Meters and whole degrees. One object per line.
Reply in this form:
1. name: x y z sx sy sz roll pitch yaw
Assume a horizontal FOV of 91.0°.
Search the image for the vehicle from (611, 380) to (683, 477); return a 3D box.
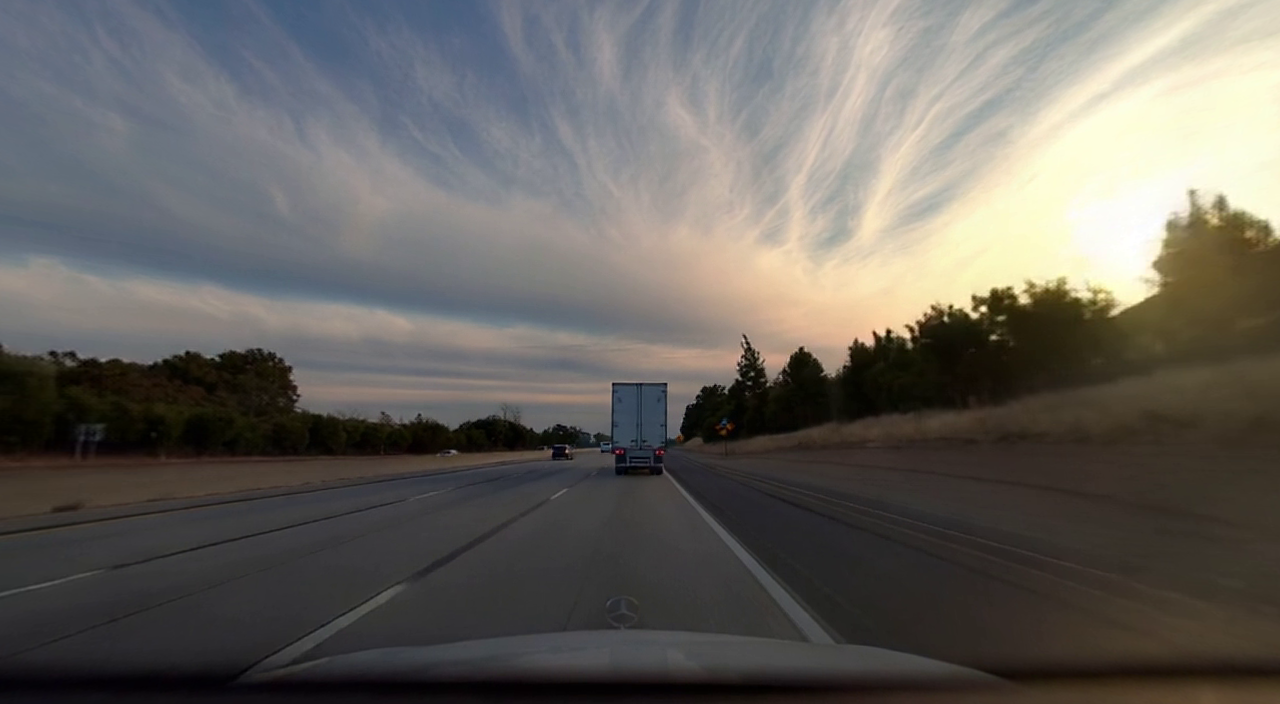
1. vehicle: 0.171 4.107 32.769 3.052 4.132 11.336 0 -9 -1
